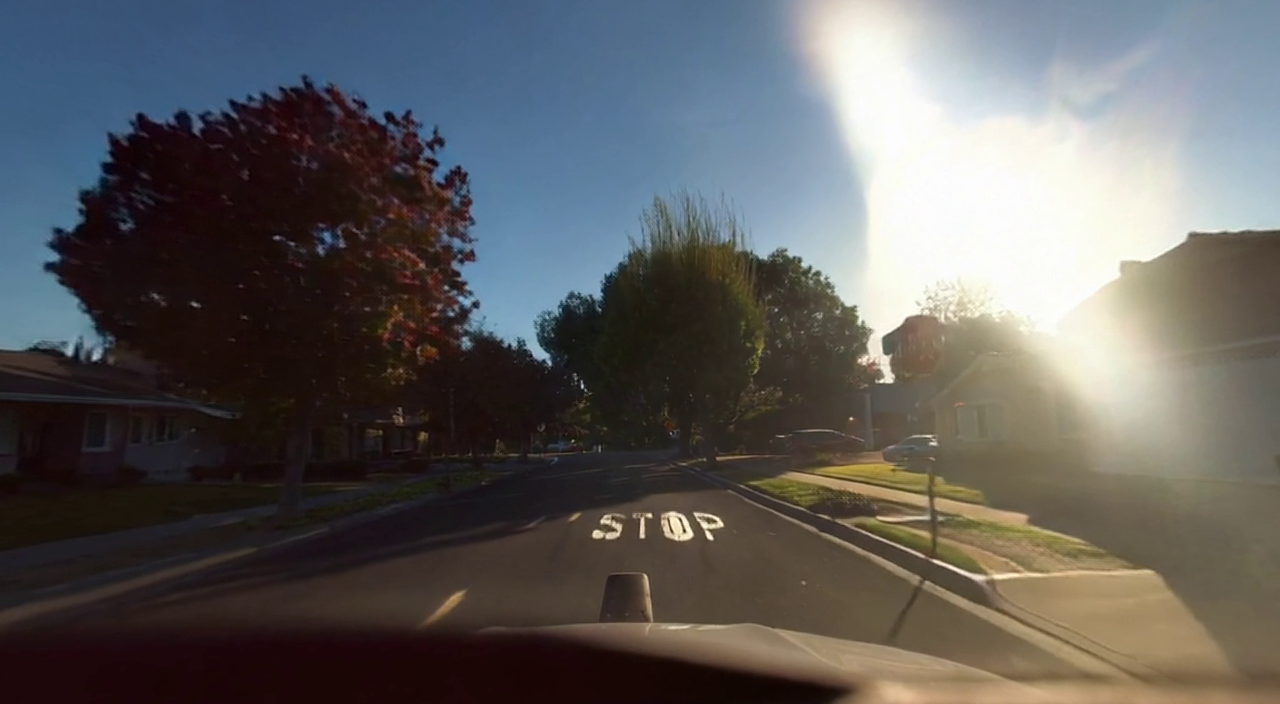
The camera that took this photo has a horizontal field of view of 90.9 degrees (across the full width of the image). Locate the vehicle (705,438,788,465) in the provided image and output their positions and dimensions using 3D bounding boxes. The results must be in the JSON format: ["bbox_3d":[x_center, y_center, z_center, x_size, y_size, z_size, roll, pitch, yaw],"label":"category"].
[{"bbox_3d":[5.803,5.477,34.733,4.229,1.402,1.811,0,-9,0],"label":"vehicle"}]

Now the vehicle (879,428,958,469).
[{"bbox_3d":[11.527,3.944,25.920,2.004,1.511,4.494,-6,-10,35],"label":"vehicle"}]

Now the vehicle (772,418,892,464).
[{"bbox_3d":[9.638,4.493,31.909,5.239,1.933,2.131,-3,-7,-2],"label":"vehicle"}]
